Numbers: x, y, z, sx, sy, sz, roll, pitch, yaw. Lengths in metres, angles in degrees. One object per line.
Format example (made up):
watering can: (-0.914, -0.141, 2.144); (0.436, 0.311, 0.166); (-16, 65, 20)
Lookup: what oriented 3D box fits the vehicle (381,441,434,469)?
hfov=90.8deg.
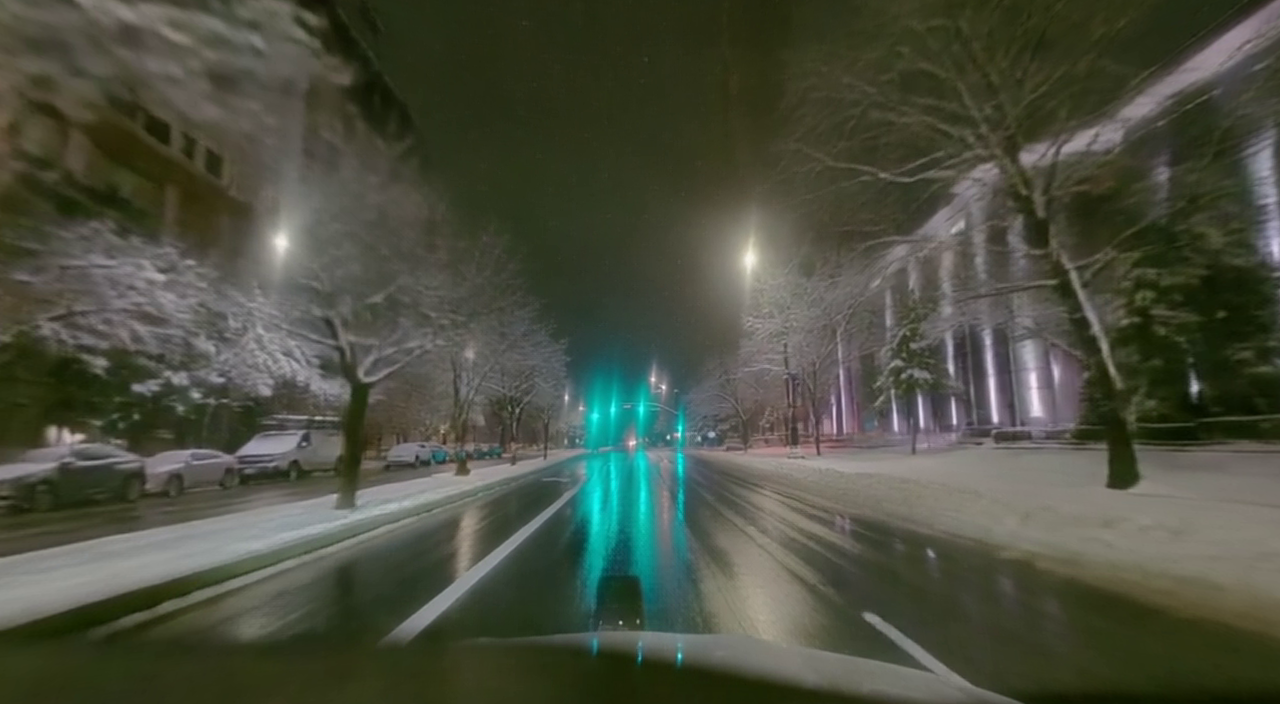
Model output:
vehicle: (-15.581, 6.924, 42.647); (1.950, 1.749, 5.006); (0, -8, -3)

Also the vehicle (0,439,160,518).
vehicle: (-15.396, 3.200, 16.460); (1.989, 1.747, 5.019); (-1, -8, -3)

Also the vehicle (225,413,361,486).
vehicle: (-15.429, 4.412, 28.779); (2.335, 2.896, 6.785); (-1, -9, -1)

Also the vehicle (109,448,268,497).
vehicle: (-15.524, 4.139, 22.158); (1.929, 1.471, 4.919); (0, -8, 0)
